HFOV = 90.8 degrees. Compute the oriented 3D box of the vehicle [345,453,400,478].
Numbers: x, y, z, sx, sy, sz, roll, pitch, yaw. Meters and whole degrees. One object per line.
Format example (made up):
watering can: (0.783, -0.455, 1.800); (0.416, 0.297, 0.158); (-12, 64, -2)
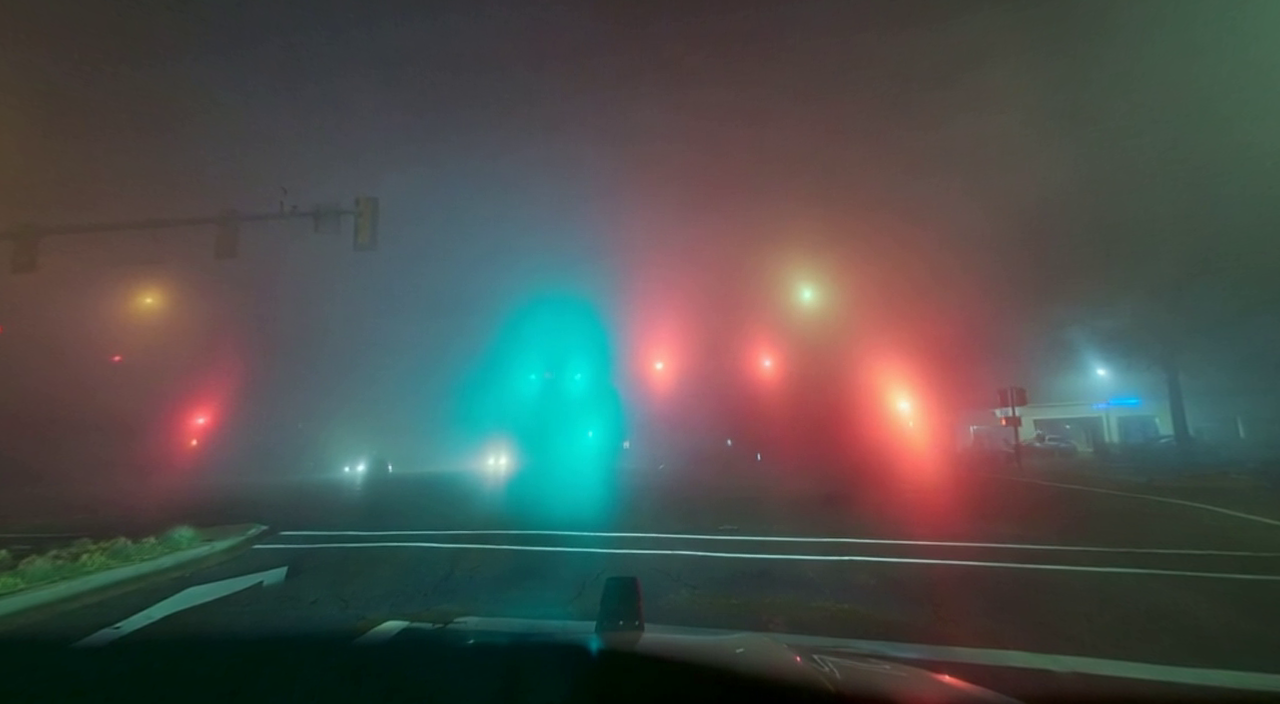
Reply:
vehicle: (-18.827, 8.003, 44.708); (1.933, 1.664, 4.255); (0, -9, 1)
